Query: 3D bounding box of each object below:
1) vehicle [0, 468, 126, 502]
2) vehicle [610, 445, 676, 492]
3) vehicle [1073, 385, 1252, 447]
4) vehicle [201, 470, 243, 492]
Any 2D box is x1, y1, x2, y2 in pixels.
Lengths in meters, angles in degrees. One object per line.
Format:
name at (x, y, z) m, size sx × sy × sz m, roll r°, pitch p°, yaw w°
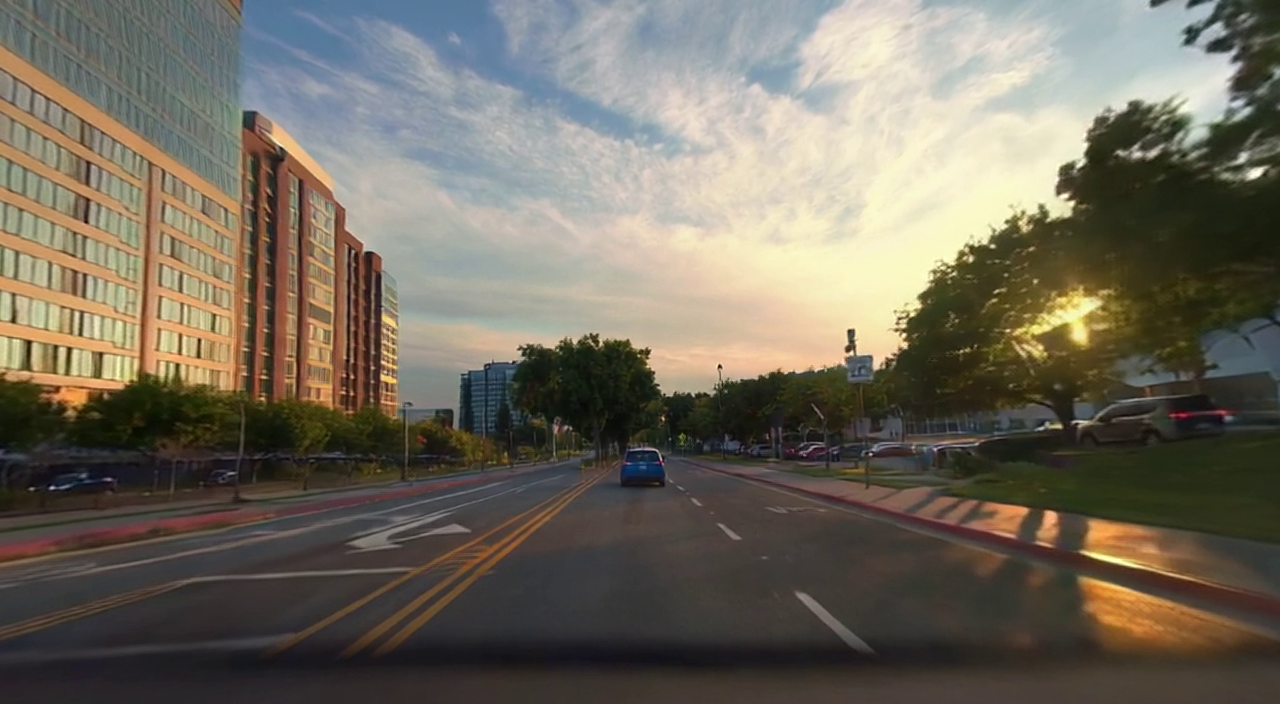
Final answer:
vehicle at (-30.741, 7.034, 33.595) m, size 4.962 × 1.561 × 1.997 m, roll 7°, pitch -12°, yaw -40°
vehicle at (0.059, 3.972, 21.882) m, size 2.063 × 1.442 × 4.135 m, roll 0°, pitch -9°, yaw -1°
vehicle at (15.174, 1.983, 18.652) m, size 1.979 × 1.460 × 3.848 m, roll -1°, pitch -10°, yaw 2°
vehicle at (-32.221, 9.880, 48.571) m, size 1.970 × 1.476 × 3.940 m, roll 8°, pitch -12°, yaw -42°
